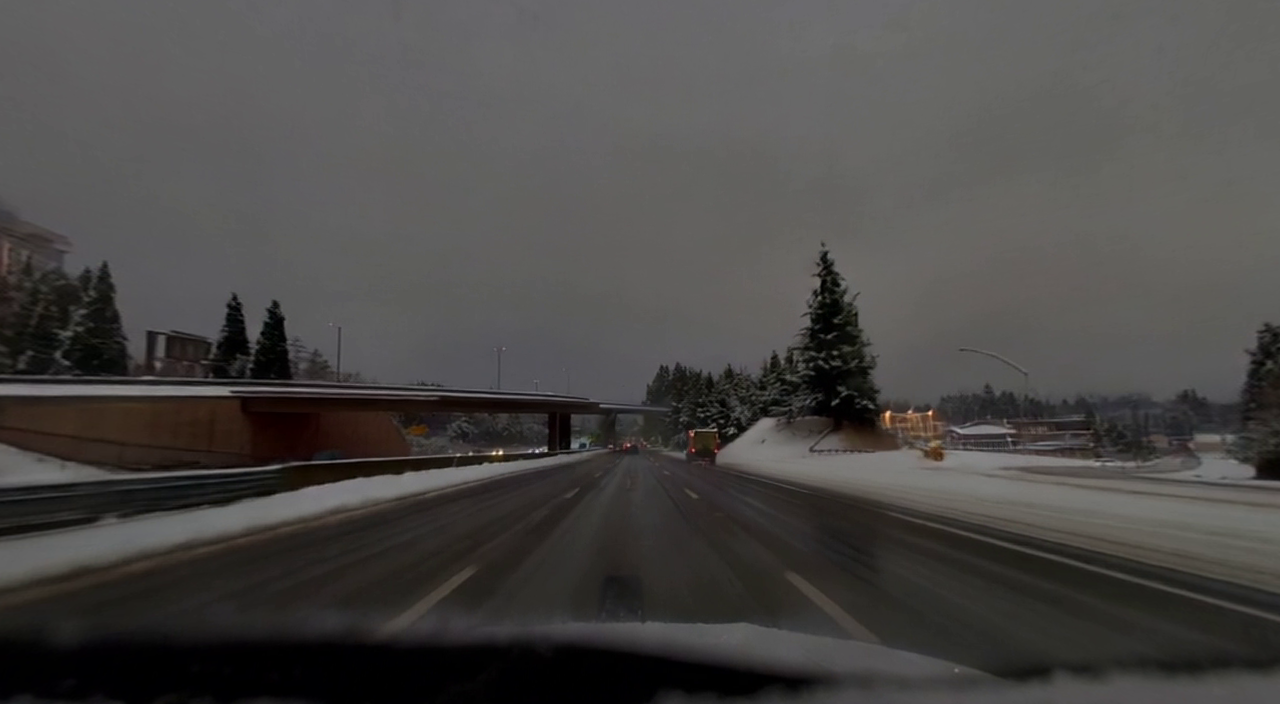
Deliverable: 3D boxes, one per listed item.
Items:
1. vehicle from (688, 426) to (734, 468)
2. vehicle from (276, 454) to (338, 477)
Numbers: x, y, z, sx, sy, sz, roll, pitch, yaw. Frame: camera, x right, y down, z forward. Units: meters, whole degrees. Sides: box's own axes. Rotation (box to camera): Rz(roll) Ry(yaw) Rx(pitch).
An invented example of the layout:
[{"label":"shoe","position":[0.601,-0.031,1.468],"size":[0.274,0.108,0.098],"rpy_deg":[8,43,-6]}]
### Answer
[{"label":"vehicle","position":[4.759,6.502,43.249],"size":[2.576,2.670,5.494],"rpy_deg":[0,-9,0]},{"label":"vehicle","position":[-23.081,7.841,43.967],"size":[1.817,1.472,4.544],"rpy_deg":[0,-9,0]}]
